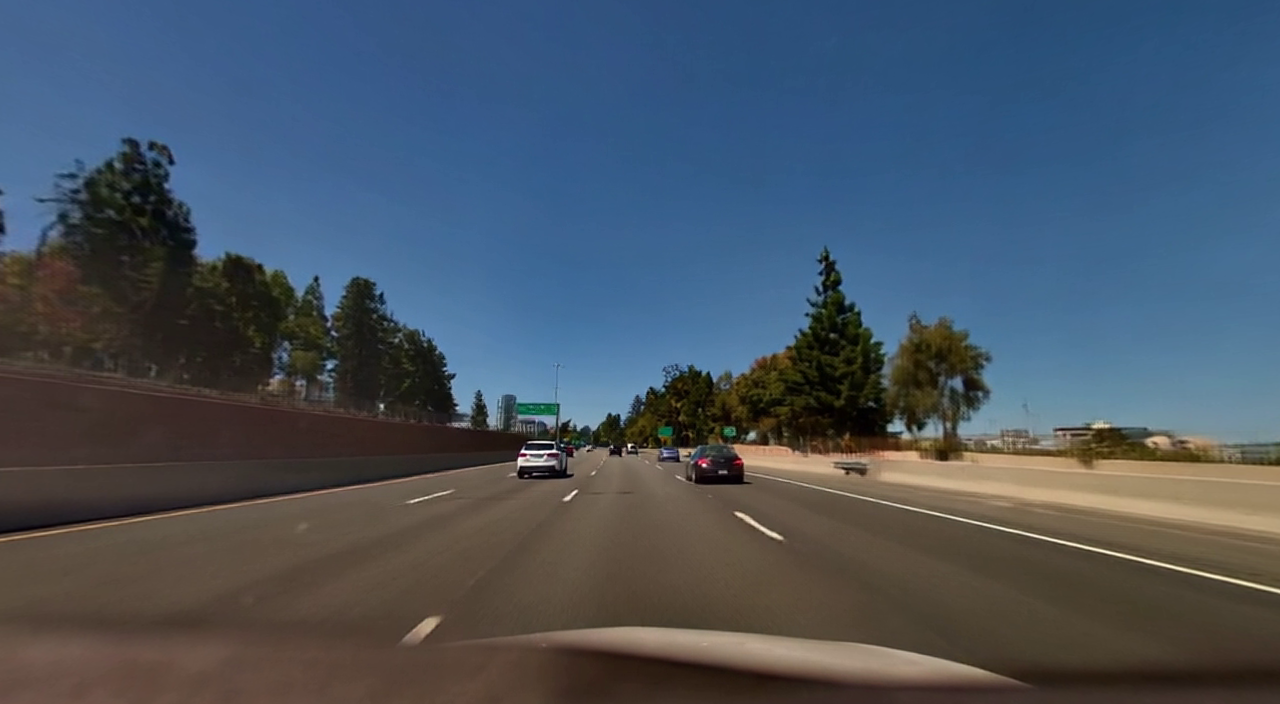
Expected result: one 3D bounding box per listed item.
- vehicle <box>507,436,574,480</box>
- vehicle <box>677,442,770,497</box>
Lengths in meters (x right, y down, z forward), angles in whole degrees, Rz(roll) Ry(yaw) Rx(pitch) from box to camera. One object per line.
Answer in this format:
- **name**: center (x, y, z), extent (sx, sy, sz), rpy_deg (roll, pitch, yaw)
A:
- **vehicle**: center (-4.166, 4.524, 27.247), extent (2.244, 1.755, 4.417), rpy_deg (0, -8, -1)
- **vehicle**: center (2.358, 3.443, 19.036), extent (1.947, 1.437, 4.345), rpy_deg (1, -8, -4)
